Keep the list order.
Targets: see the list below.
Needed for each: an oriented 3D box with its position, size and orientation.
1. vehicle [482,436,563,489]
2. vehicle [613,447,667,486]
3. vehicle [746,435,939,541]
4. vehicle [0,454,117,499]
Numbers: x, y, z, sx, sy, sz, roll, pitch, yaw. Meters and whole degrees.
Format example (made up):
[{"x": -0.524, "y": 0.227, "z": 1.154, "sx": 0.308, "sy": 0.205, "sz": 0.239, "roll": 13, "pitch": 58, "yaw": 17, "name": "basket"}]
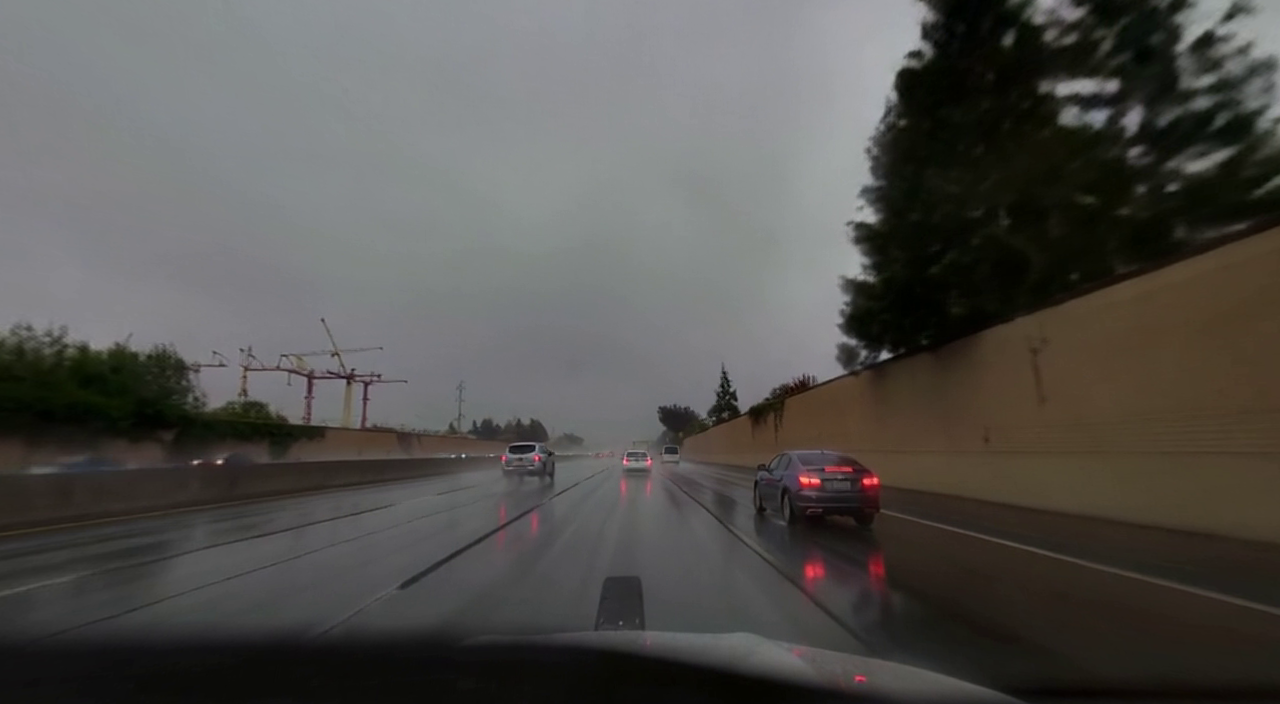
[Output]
[{"x": -4.243, "y": 4.080, "z": 23.640, "sx": 2.121, "sy": 1.775, "sz": 4.335, "roll": 0, "pitch": -9, "yaw": 1, "name": "vehicle"}, {"x": -0.020, "y": 4.597, "z": 25.690, "sx": 2.045, "sy": 1.452, "sz": 4.040, "roll": 0, "pitch": -9, "yaw": -1, "name": "vehicle"}, {"x": 3.320, "y": 2.312, "z": 11.469, "sx": 1.917, "sy": 1.507, "sz": 4.540, "roll": 0, "pitch": -9, "yaw": -1, "name": "vehicle"}, {"x": -22.187, "y": 4.531, "z": 23.447, "sx": 1.731, "sy": 1.441, "sz": 4.380, "roll": 0, "pitch": -9, "yaw": 0, "name": "vehicle"}]
